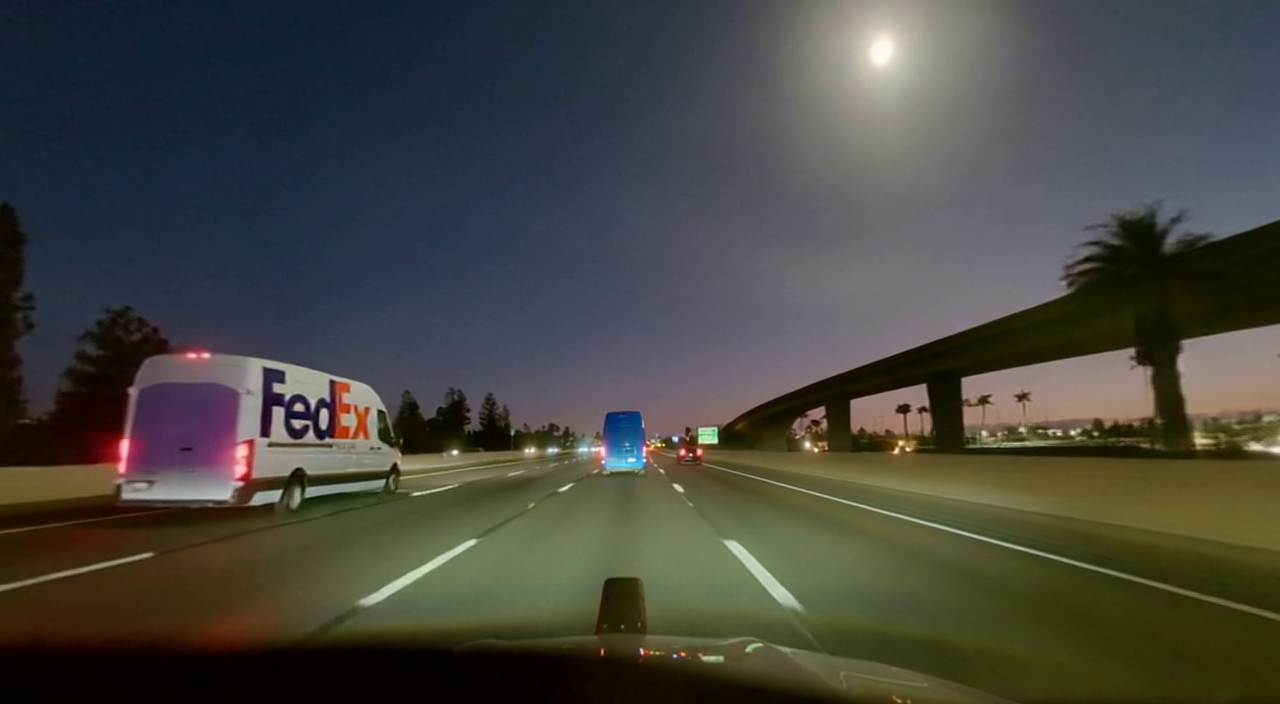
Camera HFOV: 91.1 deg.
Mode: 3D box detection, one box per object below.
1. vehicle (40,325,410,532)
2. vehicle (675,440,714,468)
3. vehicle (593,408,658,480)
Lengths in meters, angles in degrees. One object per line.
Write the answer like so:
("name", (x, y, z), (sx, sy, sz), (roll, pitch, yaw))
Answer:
("vehicle", (-7.762, 1.737, 13.435), (2.965, 3.178, 7.188), (1, -9, -1))
("vehicle", (3.367, 6.357, 39.398), (1.987, 1.648, 3.984), (0, -9, -1))
("vehicle", (-0.538, 3.955, 27.024), (2.476, 2.776, 5.598), (0, -9, 1))
